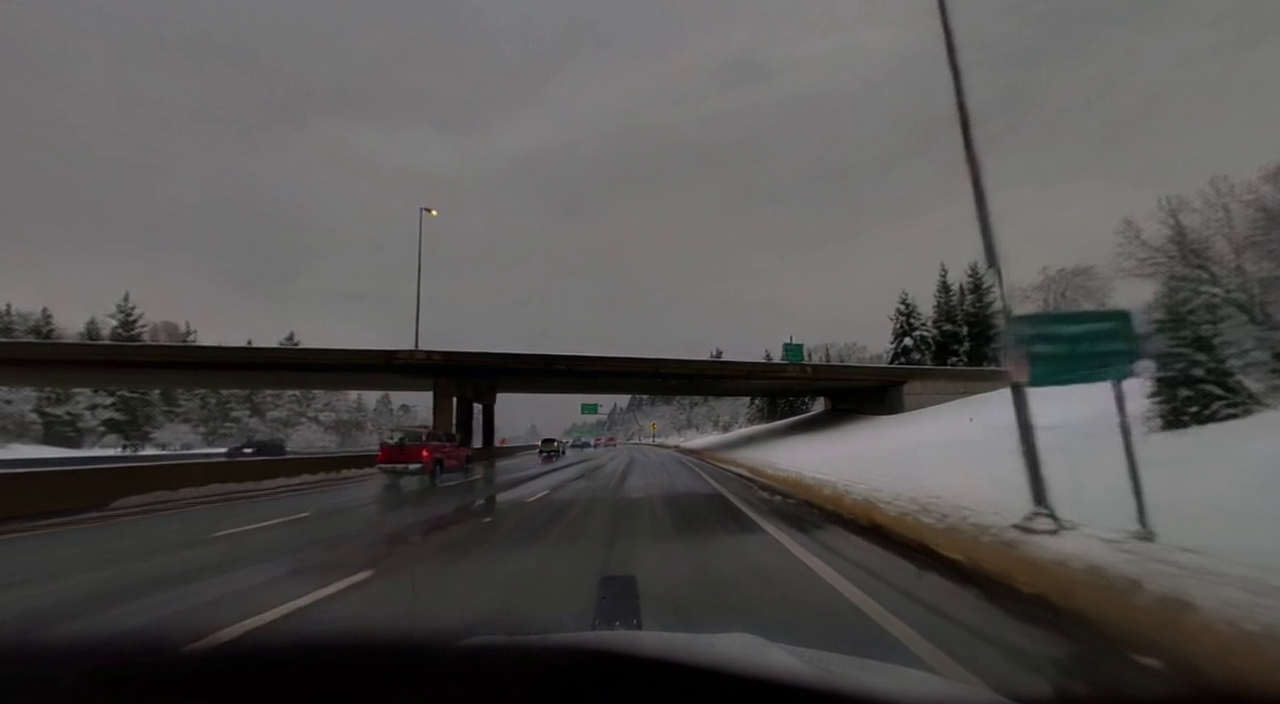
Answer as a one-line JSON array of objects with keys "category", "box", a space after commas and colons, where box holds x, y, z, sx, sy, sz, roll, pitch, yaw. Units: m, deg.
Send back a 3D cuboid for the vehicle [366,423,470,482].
[{"category": "vehicle", "box": [-7.786, 3.559, 22.593, 1.956, 1.888, 4.512, 0, -8, 2]}]
